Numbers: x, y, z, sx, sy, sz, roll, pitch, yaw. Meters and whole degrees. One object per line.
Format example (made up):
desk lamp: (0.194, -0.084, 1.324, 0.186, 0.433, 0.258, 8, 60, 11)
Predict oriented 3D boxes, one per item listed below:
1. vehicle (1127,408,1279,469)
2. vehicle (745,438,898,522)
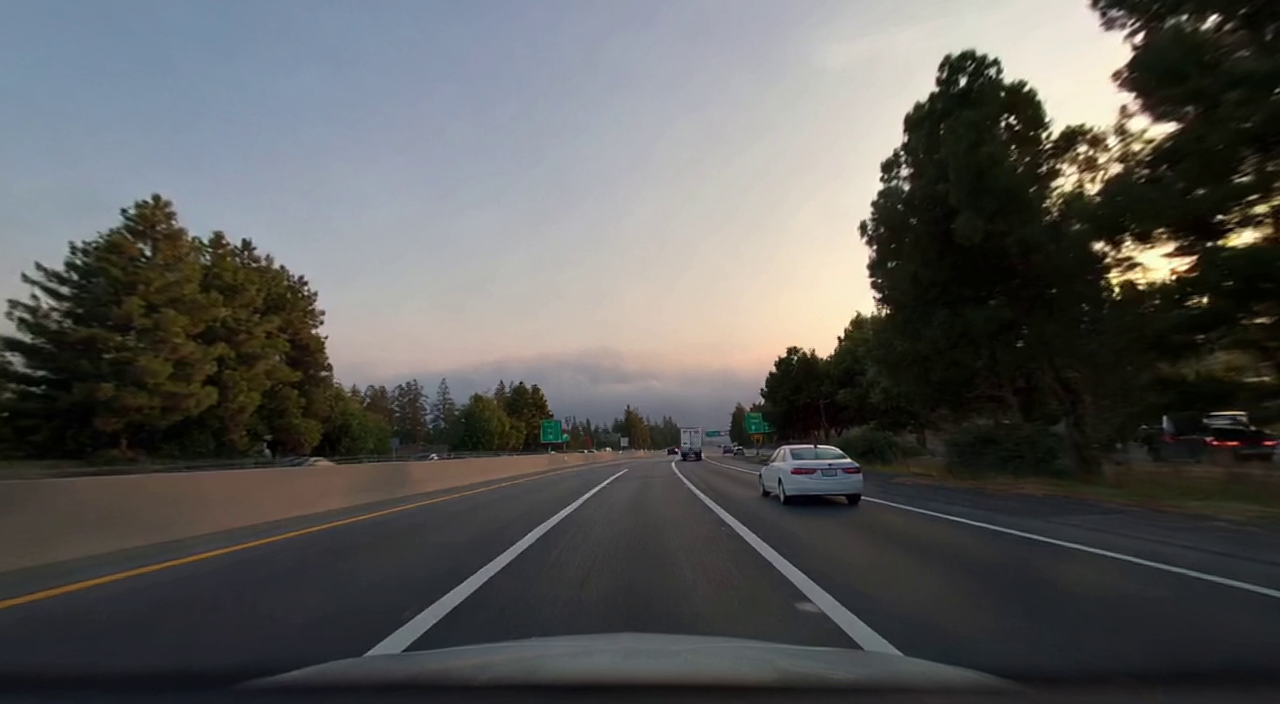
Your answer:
vehicle: (19.973, 3.116, 22.423, 2.131, 1.902, 4.846, -2, -9, 12)
vehicle: (3.534, 2.575, 13.195, 1.938, 1.456, 4.204, 0, -9, 0)
